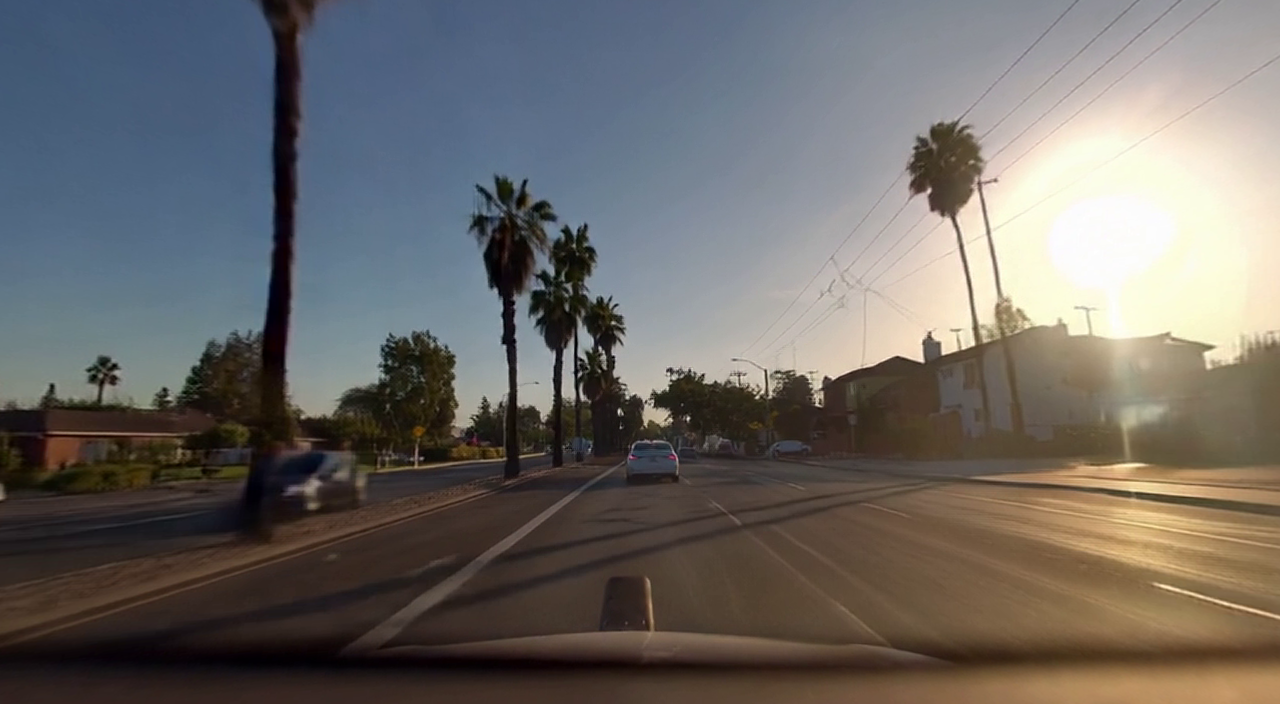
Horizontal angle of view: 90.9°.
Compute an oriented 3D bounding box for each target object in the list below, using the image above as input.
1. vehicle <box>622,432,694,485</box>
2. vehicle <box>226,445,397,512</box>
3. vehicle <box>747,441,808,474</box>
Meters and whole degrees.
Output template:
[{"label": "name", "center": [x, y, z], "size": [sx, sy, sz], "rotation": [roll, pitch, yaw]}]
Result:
[{"label": "vehicle", "center": [0.549, 3.699, 22.160], "size": [2.289, 1.679, 4.180], "rotation": [0, -8, -1]}, {"label": "vehicle", "center": [-8.350, 3.215, 16.624], "size": [1.951, 1.499, 4.710], "rotation": [0, -8, 0]}, {"label": "vehicle", "center": [6.522, 5.035, 30.354], "size": [1.897, 1.477, 4.360], "rotation": [0, -8, 0]}]
